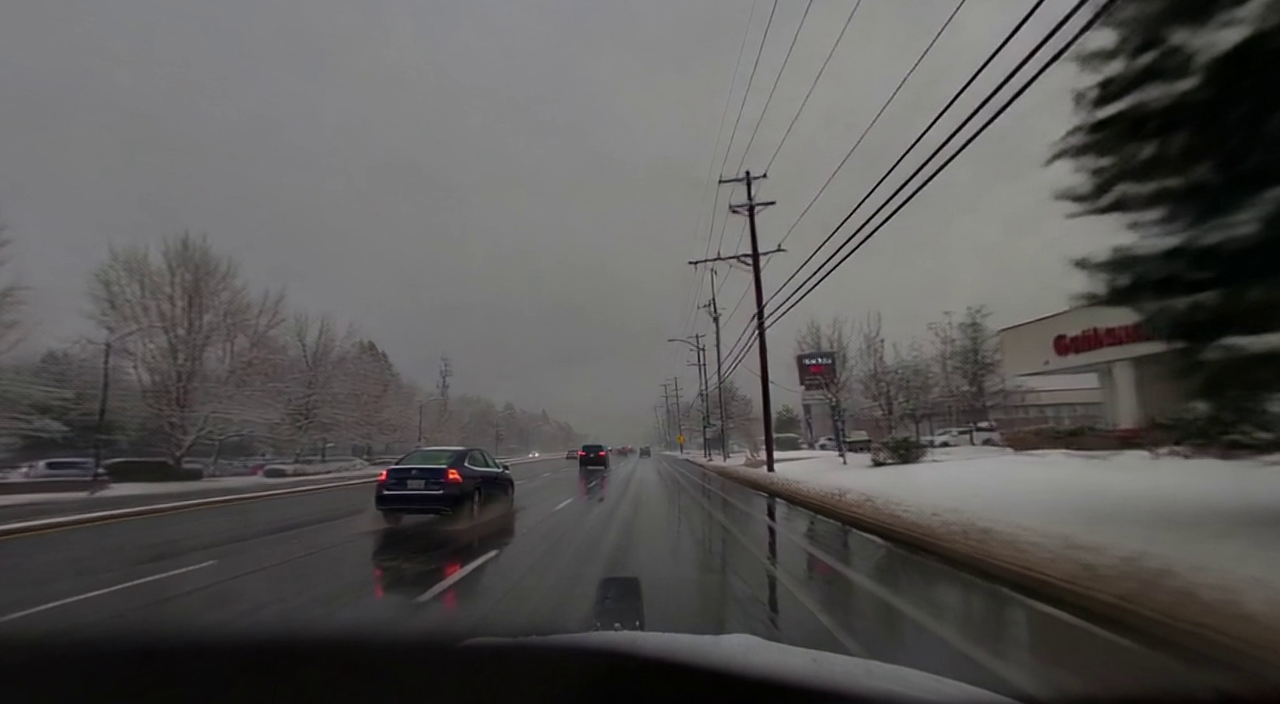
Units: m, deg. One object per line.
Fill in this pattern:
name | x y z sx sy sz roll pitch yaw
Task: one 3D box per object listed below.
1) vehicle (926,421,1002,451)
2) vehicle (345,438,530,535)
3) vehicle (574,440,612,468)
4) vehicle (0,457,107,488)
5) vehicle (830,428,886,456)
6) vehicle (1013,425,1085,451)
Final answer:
vehicle | 23.030 6.021 45.056 2.266 1.951 5.849 2 -8 -1
vehicle | -3.530 2.428 12.016 1.942 1.469 4.426 0 -9 2
vehicle | -3.072 6.772 41.813 2.087 1.736 4.311 0 -9 1
vehicle | -40.275 8.119 42.619 5.876 1.927 2.237 5 -10 -26
vehicle | 17.191 7.111 49.598 4.319 1.812 2.020 2 -11 -39
vehicle | 28.961 6.110 44.757 1.985 1.739 4.397 1 -8 -4
